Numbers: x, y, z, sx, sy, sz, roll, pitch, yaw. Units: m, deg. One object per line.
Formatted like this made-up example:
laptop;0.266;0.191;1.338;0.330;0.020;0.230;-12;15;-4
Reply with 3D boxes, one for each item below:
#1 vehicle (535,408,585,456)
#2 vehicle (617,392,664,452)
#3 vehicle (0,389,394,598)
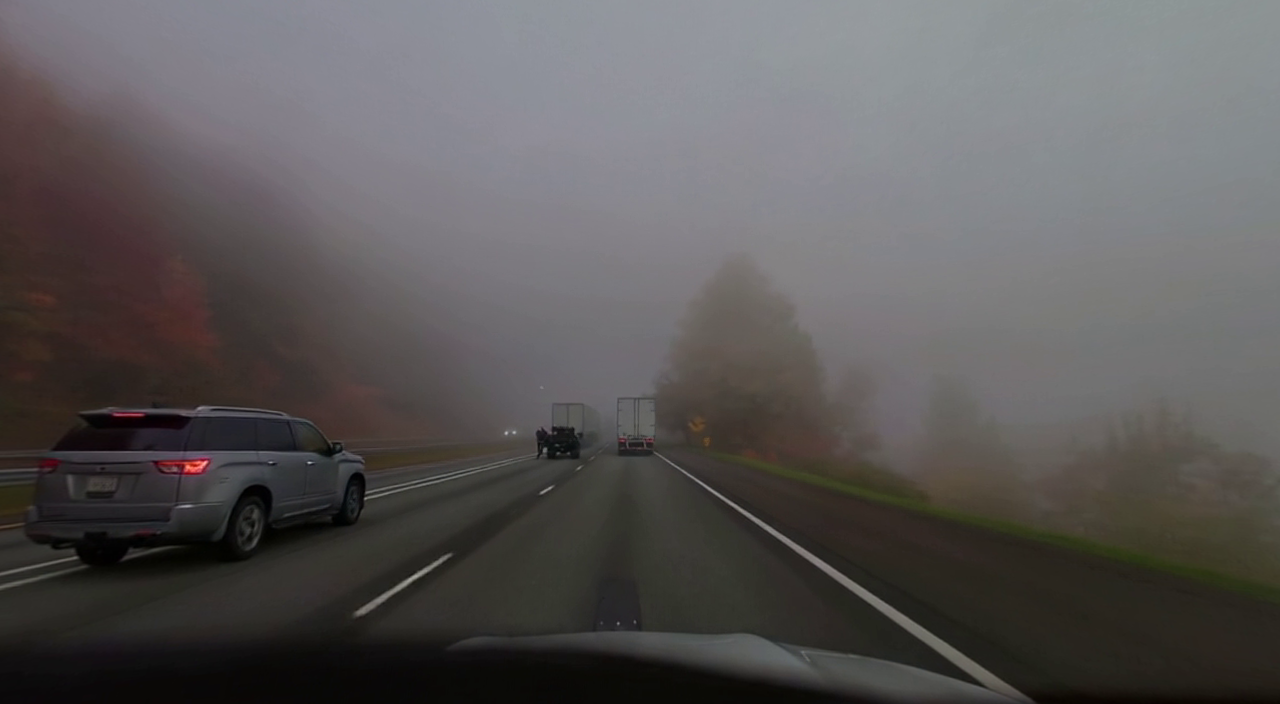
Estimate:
vehicle;-4.868;4.991;39.195;2.383;2.726;5.677;0;-8;0
vehicle;-0.097;5.209;45.806;3.078;3.955;8.774;0;-8;-2
vehicle;-4.820;1.431;7.354;2.089;1.669;4.515;0;-8;-1
